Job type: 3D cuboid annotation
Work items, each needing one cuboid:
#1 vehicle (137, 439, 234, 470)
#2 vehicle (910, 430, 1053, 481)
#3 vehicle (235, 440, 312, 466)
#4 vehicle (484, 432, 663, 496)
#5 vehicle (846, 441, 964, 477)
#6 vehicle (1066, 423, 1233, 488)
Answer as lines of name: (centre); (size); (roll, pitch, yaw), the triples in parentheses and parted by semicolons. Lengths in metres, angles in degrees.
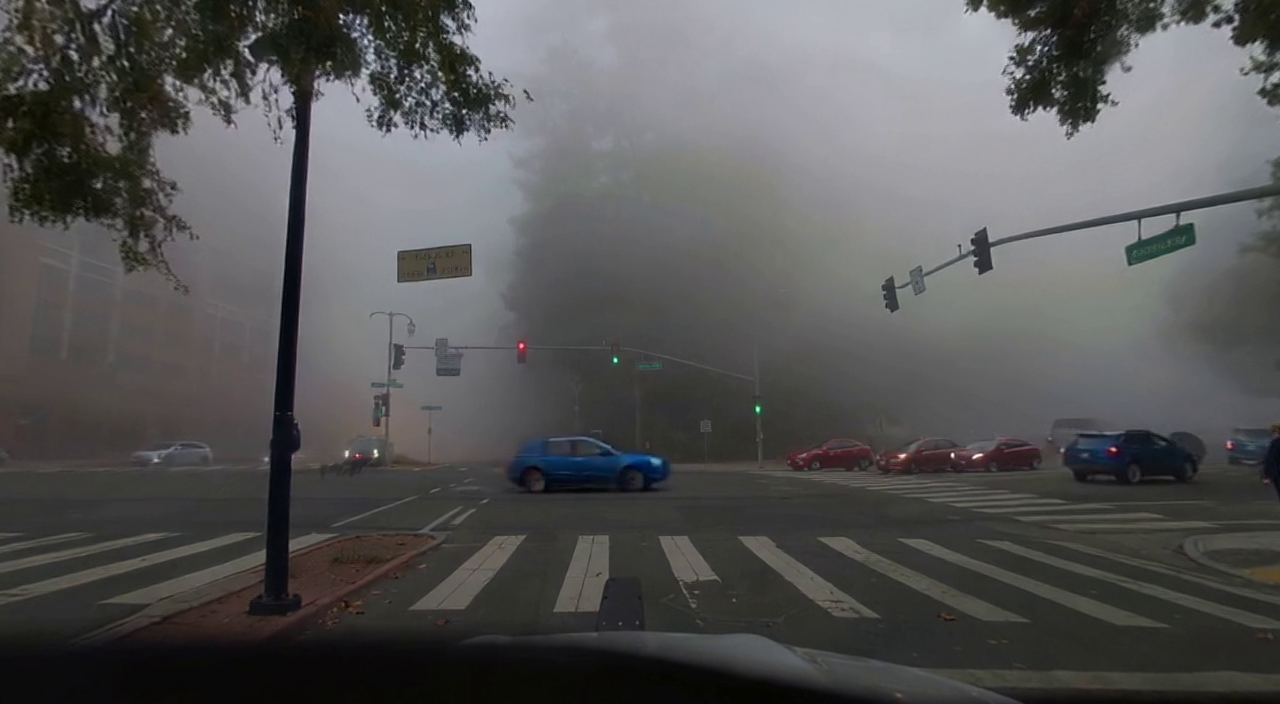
vehicle: (-31.332, 7.081, 43.869); (2.456, 1.961, 5.978); (0, -8, -3)
vehicle: (13.001, 3.918, 24.091); (4.742, 1.762, 2.180); (3, -9, -22)
vehicle: (-27.992, 7.701, 48.568); (2.388, 1.858, 6.056); (0, -8, -2)
vehicle: (-1.719, 2.959, 16.913); (4.312, 1.540, 2.007); (-3, -9, 17)
vehicle: (11.482, 4.621, 27.526); (4.317, 1.491, 1.896); (1, -9, -11)
vehicle: (15.759, 3.162, 19.545); (4.509, 1.821, 2.066); (4, -9, -25)
